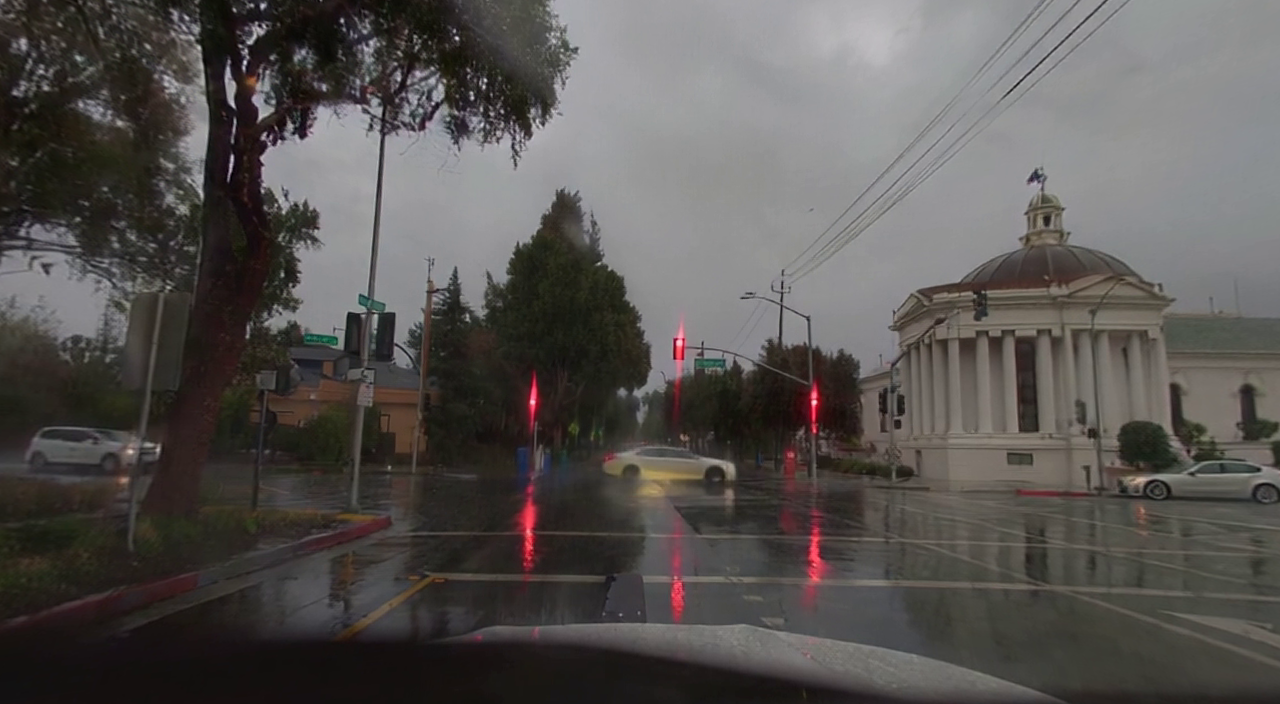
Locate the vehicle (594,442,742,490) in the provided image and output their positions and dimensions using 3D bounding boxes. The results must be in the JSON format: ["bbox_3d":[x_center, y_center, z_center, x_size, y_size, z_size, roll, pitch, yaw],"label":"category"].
[{"bbox_3d":[0.933,3.783,21.240,4.718,1.497,2.032,0,-9,4],"label":"vehicle"}]

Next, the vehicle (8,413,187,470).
[{"bbox_3d":[-19.022,3.154,22.315,4.372,1.892,2.002,0,-9,0],"label":"vehicle"}]
